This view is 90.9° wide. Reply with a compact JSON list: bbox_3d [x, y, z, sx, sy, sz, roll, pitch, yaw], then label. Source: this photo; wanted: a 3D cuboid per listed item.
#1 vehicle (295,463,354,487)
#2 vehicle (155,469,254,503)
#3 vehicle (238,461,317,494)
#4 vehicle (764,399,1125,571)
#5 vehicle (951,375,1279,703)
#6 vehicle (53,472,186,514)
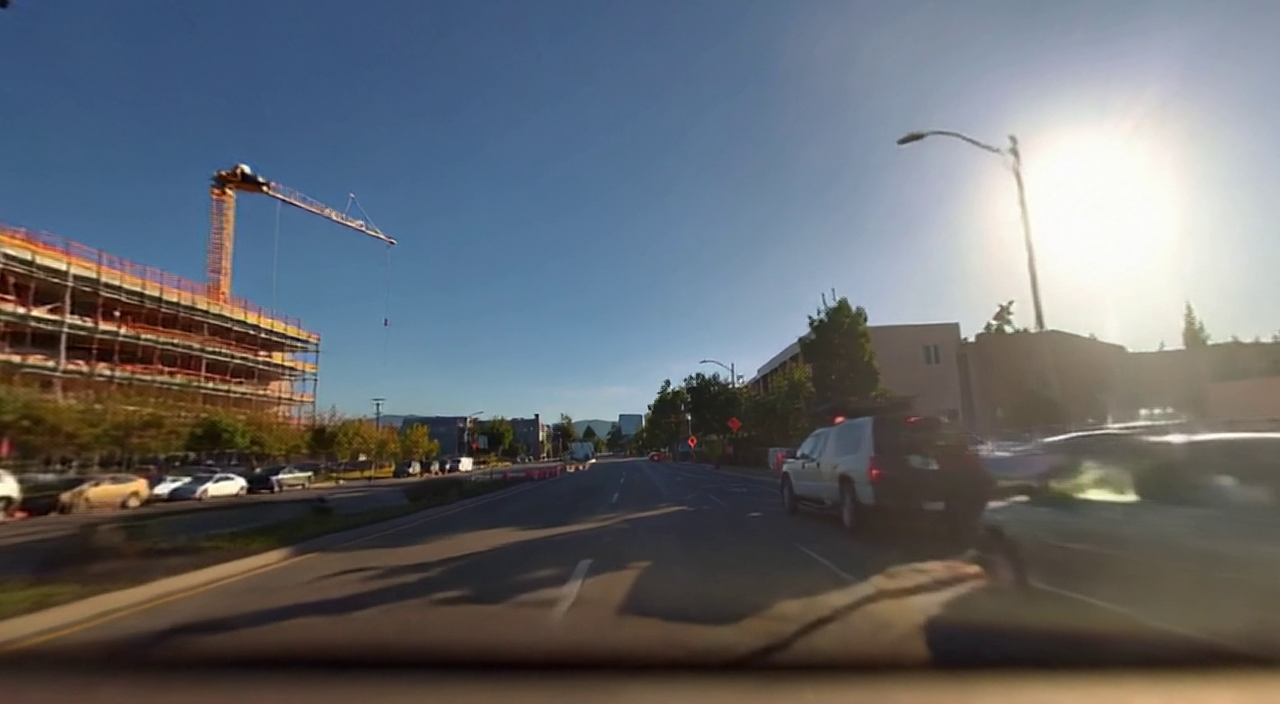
[{"bbox_3d":[-22.014,8.586,44.220,1.863,1.470,4.526,0,-9,-1],"label":"vehicle"},{"bbox_3d":[-21.591,6.652,31.489,1.746,1.447,4.448,0,-9,0],"label":"vehicle"},{"bbox_3d":[-21.667,7.509,37.956,1.941,1.743,5.264,0,-9,-4],"label":"vehicle"},{"bbox_3d":[4.225,2.098,10.847,2.660,1.980,6.934,0,-9,-1],"label":"vehicle"},{"bbox_3d":[4.078,1.129,4.051,1.916,1.701,4.358,0,-9,0],"label":"vehicle"},{"bbox_3d":[-21.529,5.820,26.350,1.834,1.441,4.416,0,-9,-2],"label":"vehicle"}]
